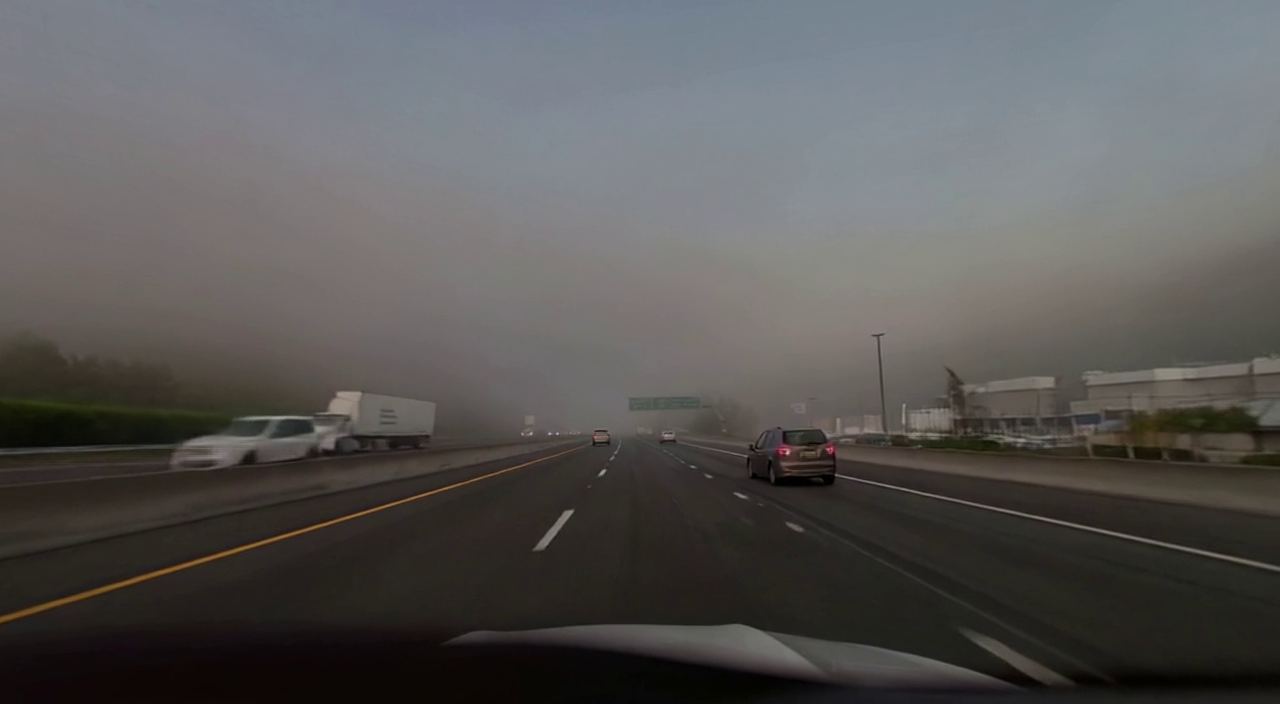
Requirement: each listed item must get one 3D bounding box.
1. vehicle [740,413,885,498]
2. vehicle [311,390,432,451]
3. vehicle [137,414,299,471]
[{"bbox_3d":[3.698,2.310,14.437,2.022,1.637,4.229,0,-8,-2],"label":"vehicle"},{"bbox_3d":[-19.325,5.307,47.068,2.981,3.857,14.529,0,-8,-1],"label":"vehicle"},{"bbox_3d":[-12.396,2.700,18.928,2.014,1.527,4.172,0,-8,-1],"label":"vehicle"}]
